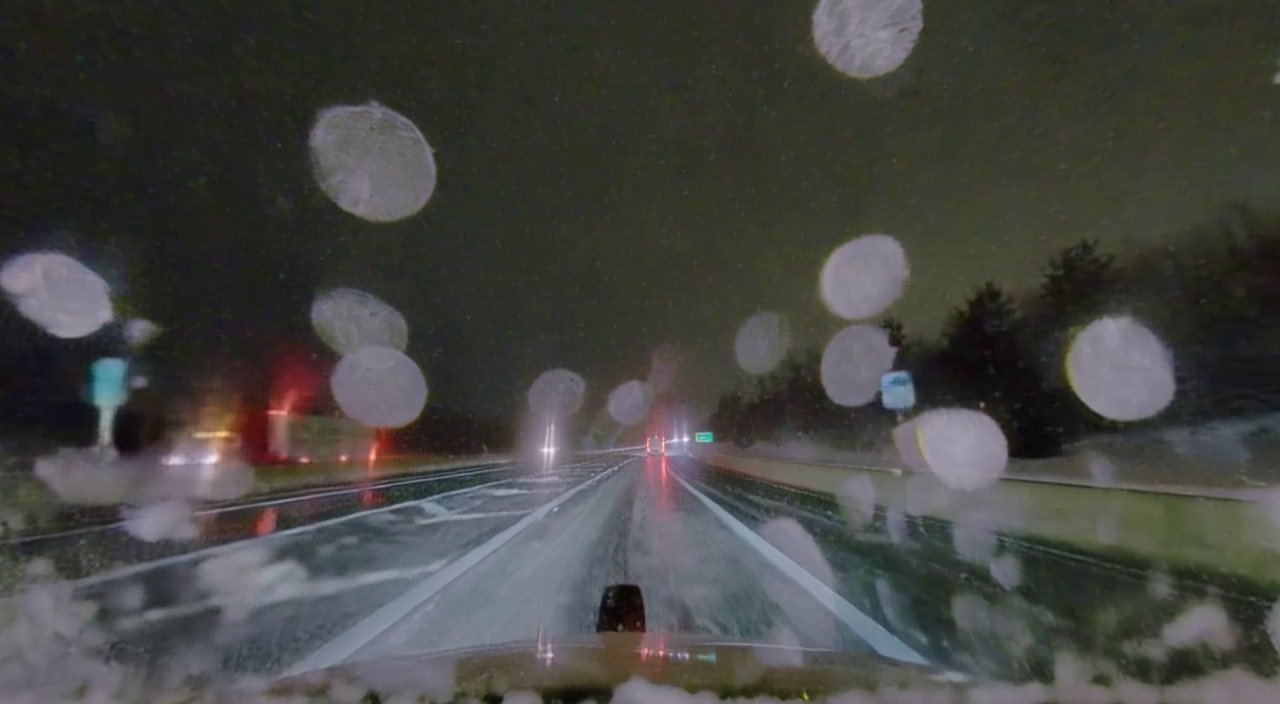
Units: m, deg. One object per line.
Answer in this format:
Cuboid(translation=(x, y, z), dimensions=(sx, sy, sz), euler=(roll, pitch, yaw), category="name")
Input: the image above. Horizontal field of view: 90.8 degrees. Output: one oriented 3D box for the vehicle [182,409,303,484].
Cuboid(translation=(-23.217, 5.572, 37.311), dimensions=(2.999, 4.019, 5.980), euler=(-1, -9, 1), category="vehicle")
